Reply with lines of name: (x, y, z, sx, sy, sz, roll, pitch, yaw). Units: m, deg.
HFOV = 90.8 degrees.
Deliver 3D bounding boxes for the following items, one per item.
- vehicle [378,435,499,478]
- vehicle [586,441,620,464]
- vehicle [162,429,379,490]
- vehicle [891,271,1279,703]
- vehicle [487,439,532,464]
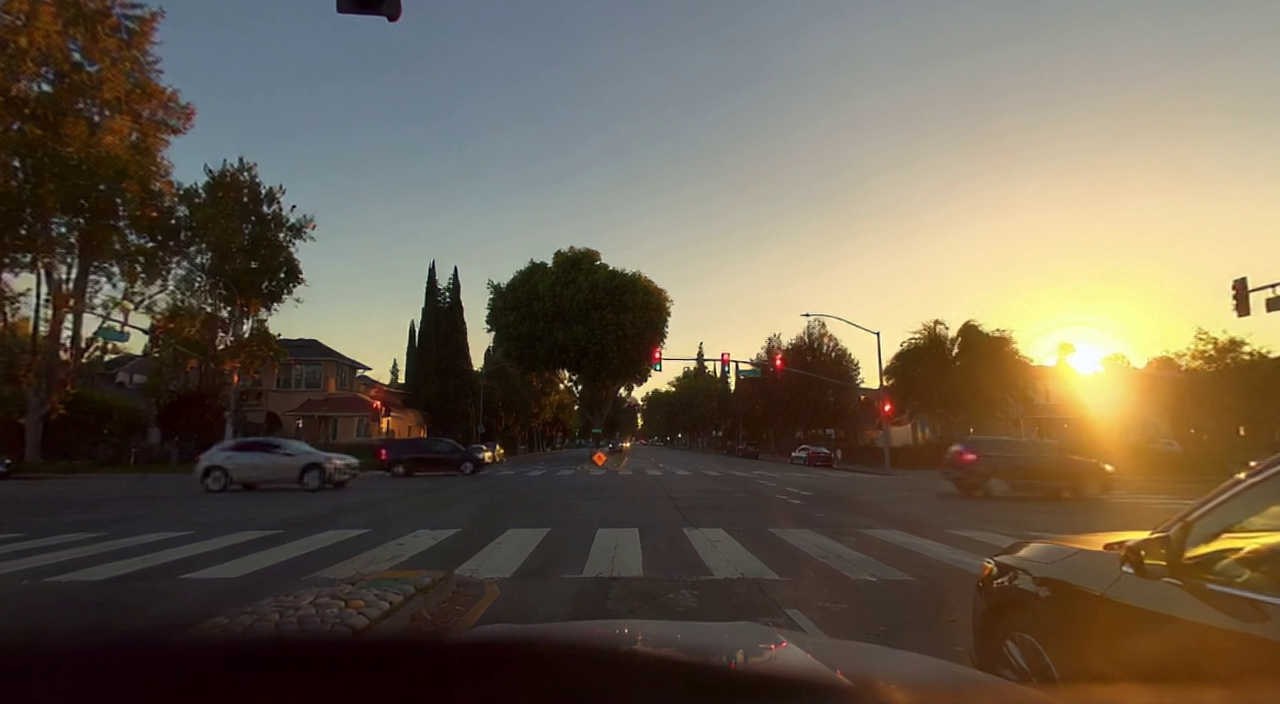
vehicle: (-8.450, 4.345, 26.473, 4.532, 1.633, 2.130, 4, -9, -24)
vehicle: (-2.412, 6.712, 42.276, 2.046, 1.491, 4.118, 0, -9, 0)
vehicle: (-11.286, 3.307, 19.592, 5.403, 1.759, 2.040, 0, -9, 0)
vehicle: (2.723, 0.710, 1.729, 2.085, 1.800, 4.908, 0, -9, 1)
vehicle: (-8.935, 6.871, 43.686, 2.028, 1.654, 5.027, 0, -9, 1)
